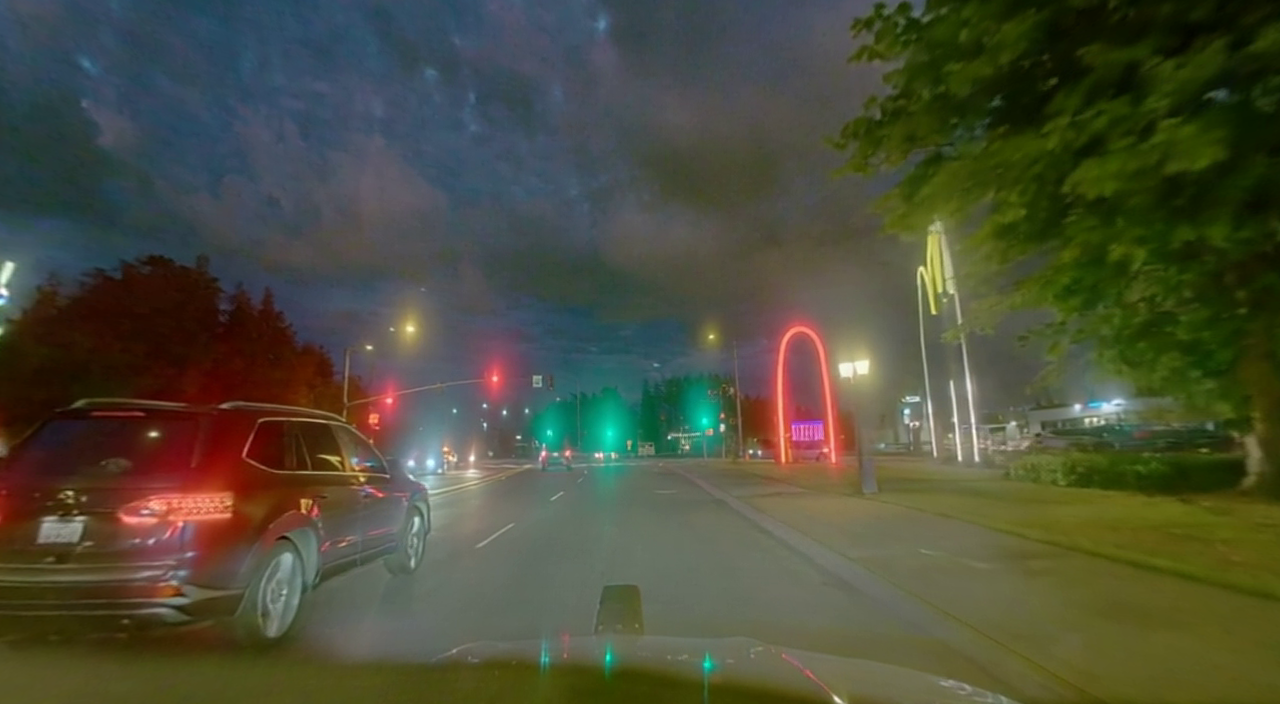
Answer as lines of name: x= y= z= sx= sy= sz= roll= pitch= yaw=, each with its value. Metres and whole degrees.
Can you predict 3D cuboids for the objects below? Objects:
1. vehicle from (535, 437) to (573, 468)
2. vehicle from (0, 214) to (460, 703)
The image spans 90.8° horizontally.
vehicle: x=-5.278 y=6.205 z=39.239 sx=2.134 sy=1.799 sz=5.082 roll=1 pitch=-9 yaw=-6
vehicle: x=-3.317 y=0.848 z=4.239 sx=2.509 sy=1.885 sz=5.831 roll=0 pitch=-9 yaw=0
